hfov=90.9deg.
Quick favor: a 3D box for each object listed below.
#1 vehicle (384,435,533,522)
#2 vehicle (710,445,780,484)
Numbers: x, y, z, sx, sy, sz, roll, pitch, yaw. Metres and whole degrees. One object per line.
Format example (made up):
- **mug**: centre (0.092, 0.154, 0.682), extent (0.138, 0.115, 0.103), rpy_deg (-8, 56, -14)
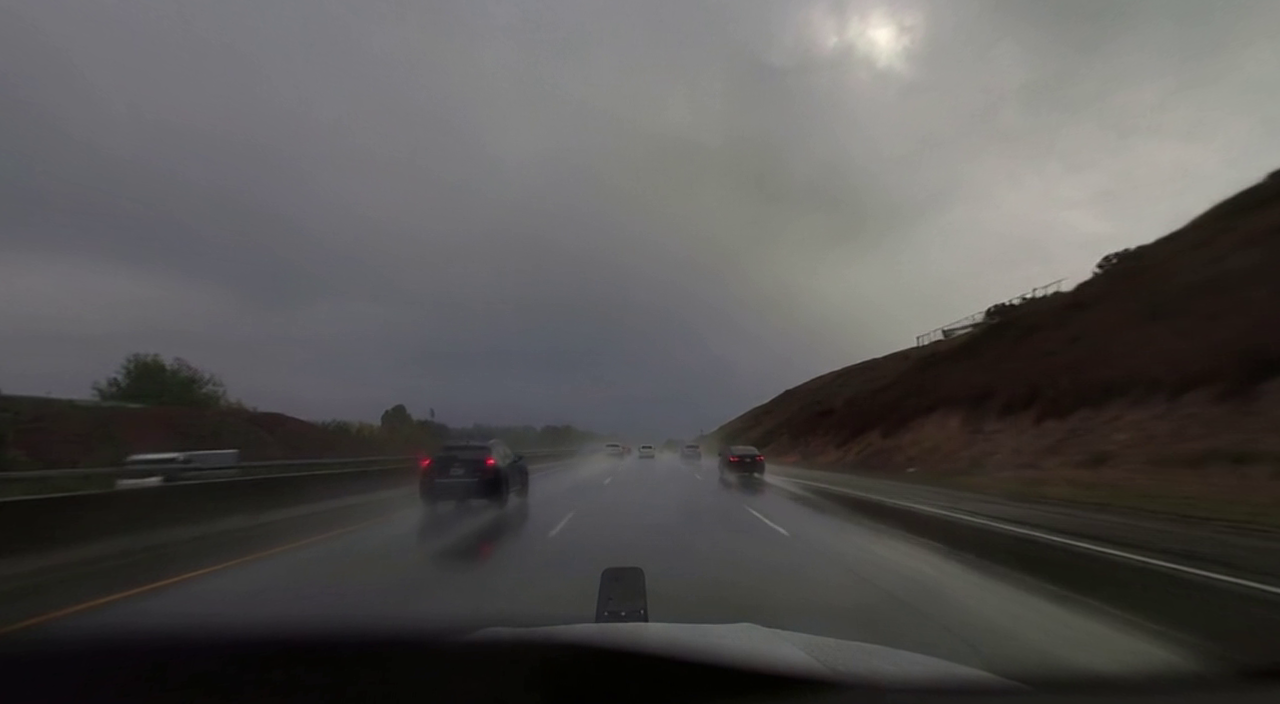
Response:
- **vehicle**: centre (-3.558, 2.543, 13.210), extent (1.910, 1.521, 3.930), rpy_deg (0, -8, 1)
- **vehicle**: centre (3.886, 4.199, 23.862), extent (1.976, 1.352, 3.602), rpy_deg (0, -8, -1)
